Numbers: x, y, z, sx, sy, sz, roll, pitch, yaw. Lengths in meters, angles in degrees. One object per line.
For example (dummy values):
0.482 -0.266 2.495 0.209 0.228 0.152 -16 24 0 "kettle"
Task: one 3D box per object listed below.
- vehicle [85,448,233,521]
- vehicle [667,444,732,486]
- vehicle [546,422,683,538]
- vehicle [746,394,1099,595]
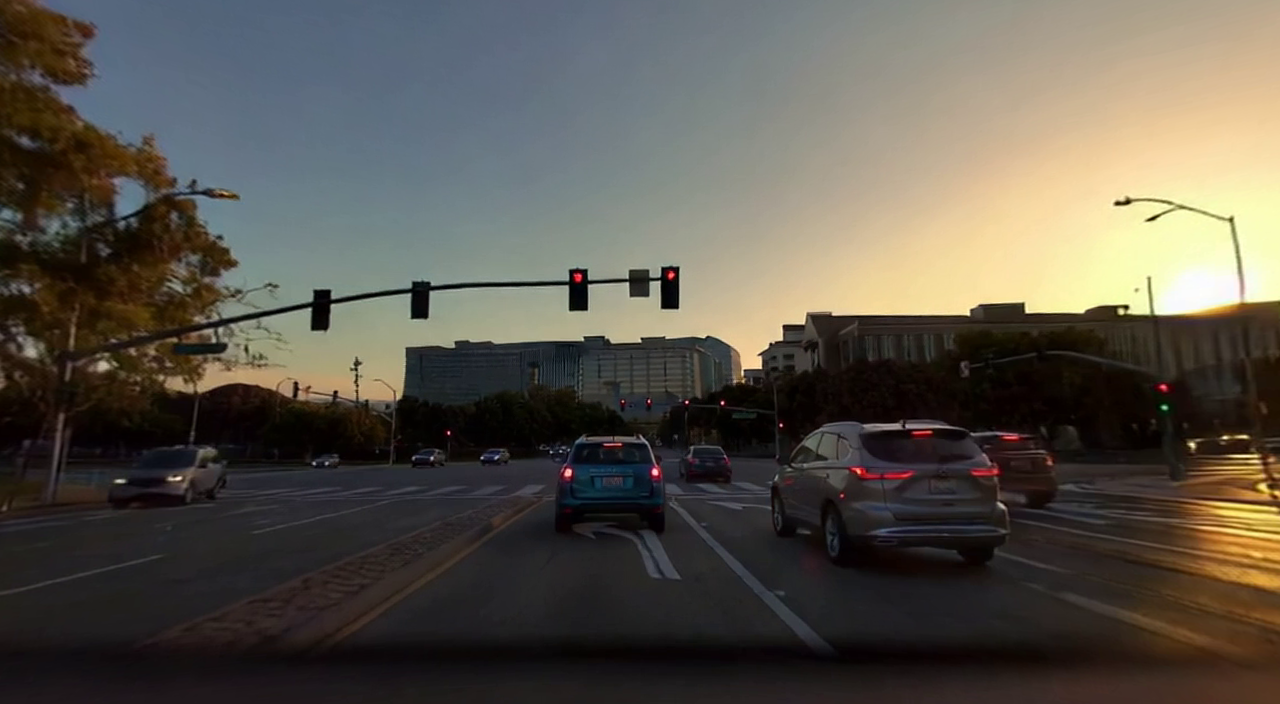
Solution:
-13.690 3.698 18.388 2.060 1.771 4.802 3 -9 -21 "vehicle"
2.213 4.331 24.545 1.900 1.459 4.260 0 -8 -3 "vehicle"
-0.445 2.213 11.527 2.039 1.698 4.144 0 -8 -2 "vehicle"
2.944 1.608 7.974 2.228 1.798 4.370 0 -8 -3 "vehicle"
